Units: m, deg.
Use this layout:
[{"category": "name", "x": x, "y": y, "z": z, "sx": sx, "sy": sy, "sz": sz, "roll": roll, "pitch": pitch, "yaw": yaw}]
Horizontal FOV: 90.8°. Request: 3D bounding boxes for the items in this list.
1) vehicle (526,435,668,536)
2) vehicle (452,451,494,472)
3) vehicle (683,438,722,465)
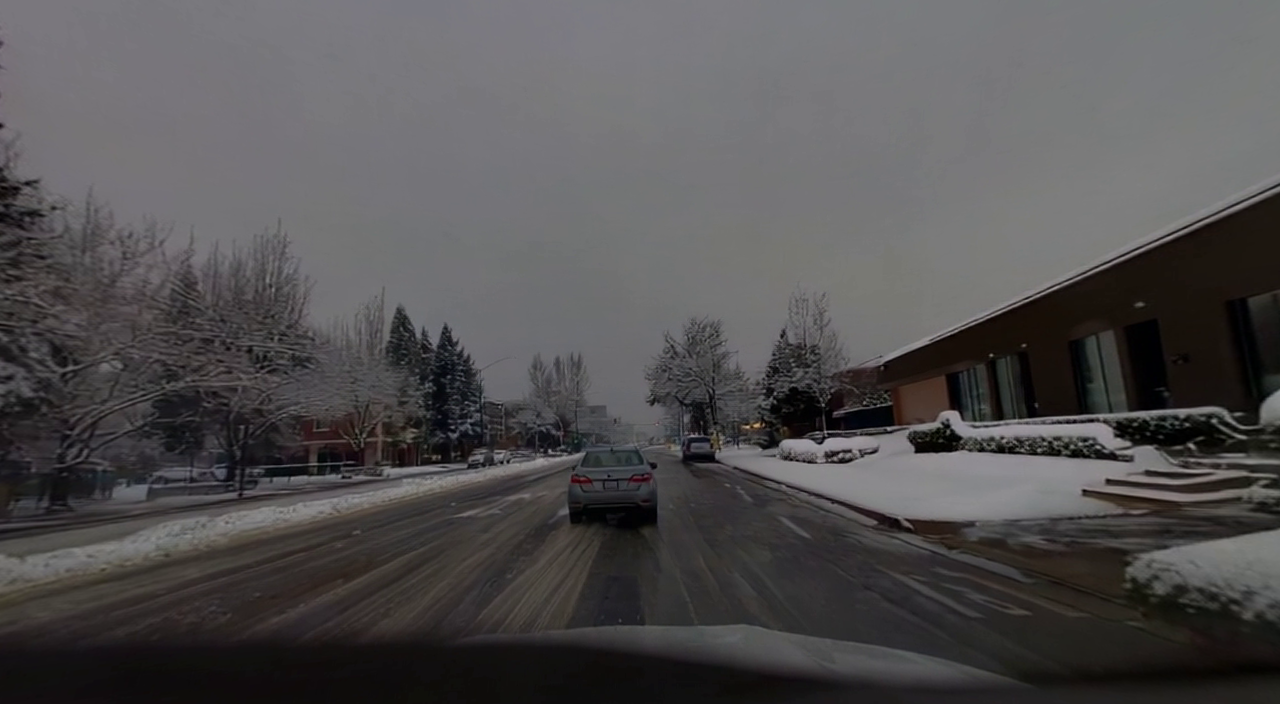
[{"category": "vehicle", "x": -0.760, "y": 2.335, "z": 11.745, "sx": 2.116, "sy": 1.479, "sz": 4.358, "roll": 0, "pitch": -8, "yaw": -3}, {"category": "vehicle", "x": -12.783, "y": 8.405, "z": 48.592, "sx": 1.962, "sy": 1.472, "sz": 4.387, "roll": -1, "pitch": -8, "yaw": 2}, {"category": "vehicle", "x": 3.646, "y": 5.903, "z": 37.619, "sx": 1.972, "sy": 1.484, "sz": 3.974, "roll": 0, "pitch": -8, "yaw": 1}]
